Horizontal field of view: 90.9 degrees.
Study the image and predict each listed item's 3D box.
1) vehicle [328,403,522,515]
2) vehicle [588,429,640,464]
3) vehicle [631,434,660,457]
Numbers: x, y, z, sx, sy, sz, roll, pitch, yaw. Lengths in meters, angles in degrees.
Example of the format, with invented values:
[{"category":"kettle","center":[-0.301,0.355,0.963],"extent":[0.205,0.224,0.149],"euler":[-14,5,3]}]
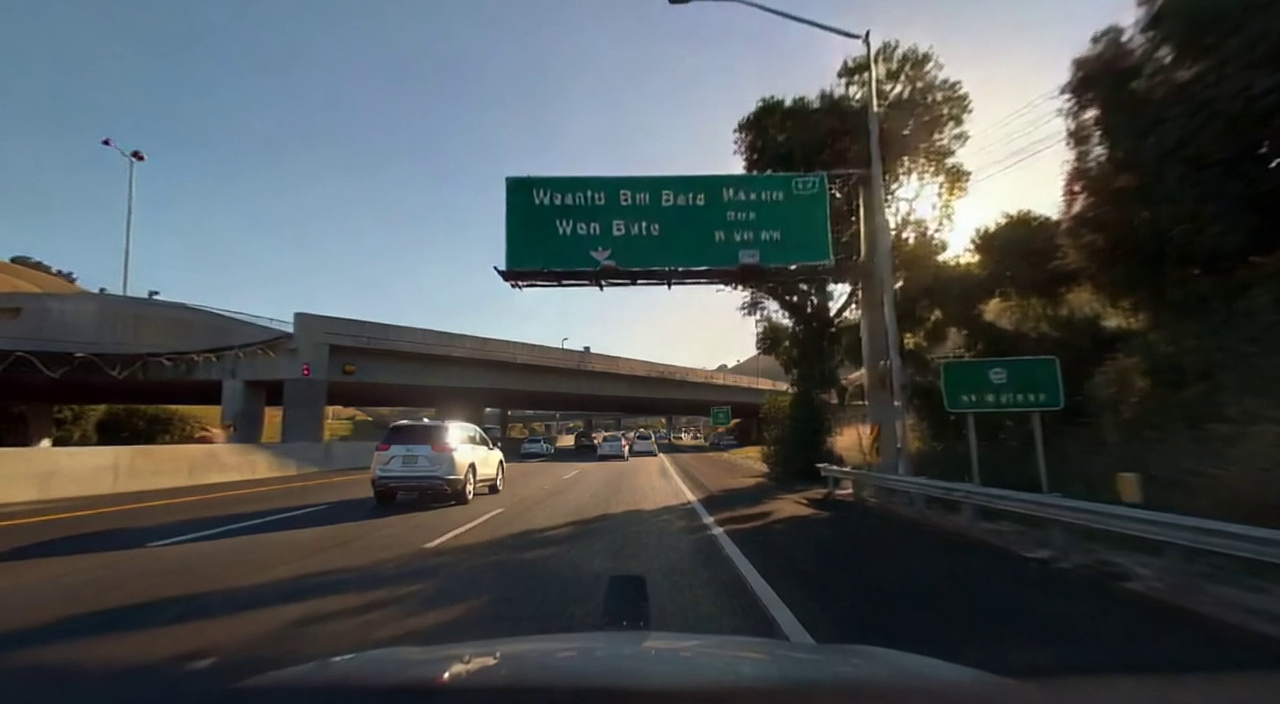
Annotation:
[{"category":"vehicle","center":[-4.031,2.132,12.975],"extent":[2.228,1.845,4.847],"euler":[0,-8,1]},{"category":"vehicle","center":[-1.254,4.845,32.312],"extent":[2.193,1.651,3.946],"euler":[-1,-8,5]},{"category":"vehicle","center":[0.370,6.352,42.944],"extent":[1.855,1.450,3.716],"euler":[0,-8,0]}]
